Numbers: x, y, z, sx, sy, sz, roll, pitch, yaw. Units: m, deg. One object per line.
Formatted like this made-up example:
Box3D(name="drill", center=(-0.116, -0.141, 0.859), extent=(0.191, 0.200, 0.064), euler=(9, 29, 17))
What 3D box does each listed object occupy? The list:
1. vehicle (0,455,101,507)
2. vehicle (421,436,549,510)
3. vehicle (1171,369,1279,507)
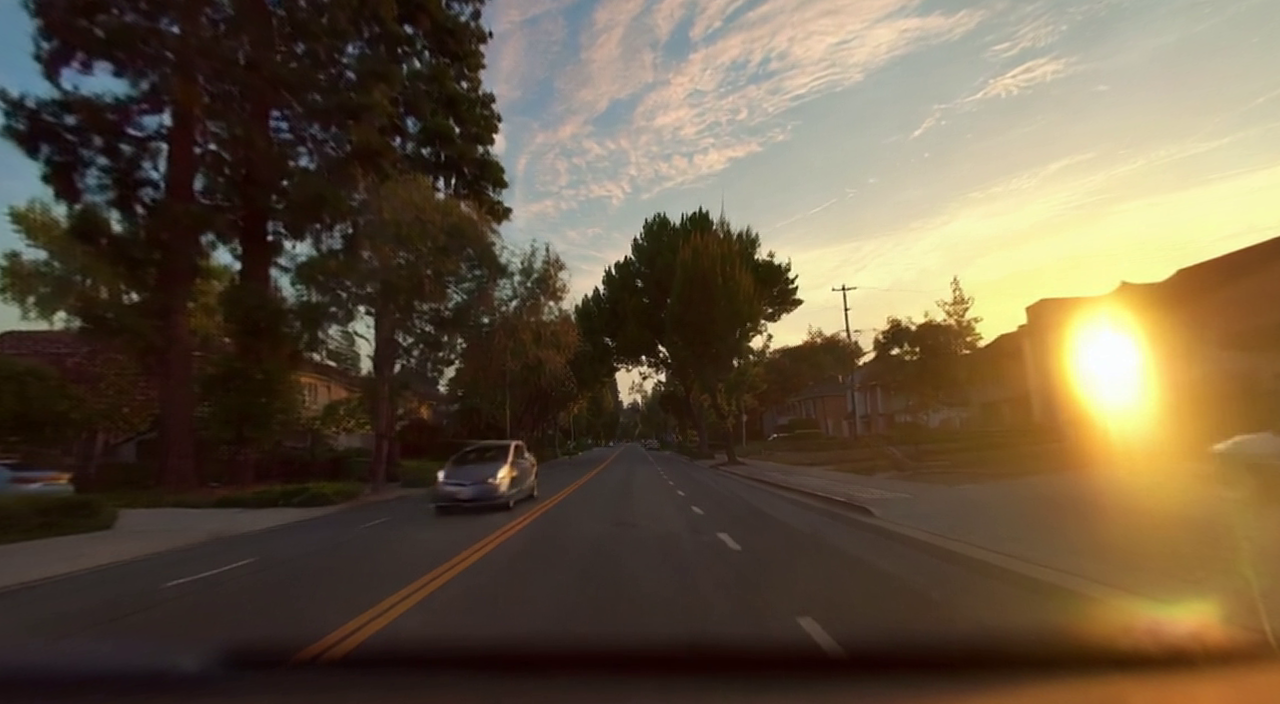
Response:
Box3D(name="vehicle", center=(-19.401, 3.841, 19.003), extent=(4.459, 1.432, 1.979), euler=(0, -9, -2))
Box3D(name="vehicle", center=(-3.869, 3.106, 16.675), extent=(2.208, 1.663, 4.326), euler=(0, -8, 1))
Box3D(name="vehicle", center=(10.775, 1.134, 8.465), extent=(2.305, 2.042, 5.711), euler=(0, -8, 0))
